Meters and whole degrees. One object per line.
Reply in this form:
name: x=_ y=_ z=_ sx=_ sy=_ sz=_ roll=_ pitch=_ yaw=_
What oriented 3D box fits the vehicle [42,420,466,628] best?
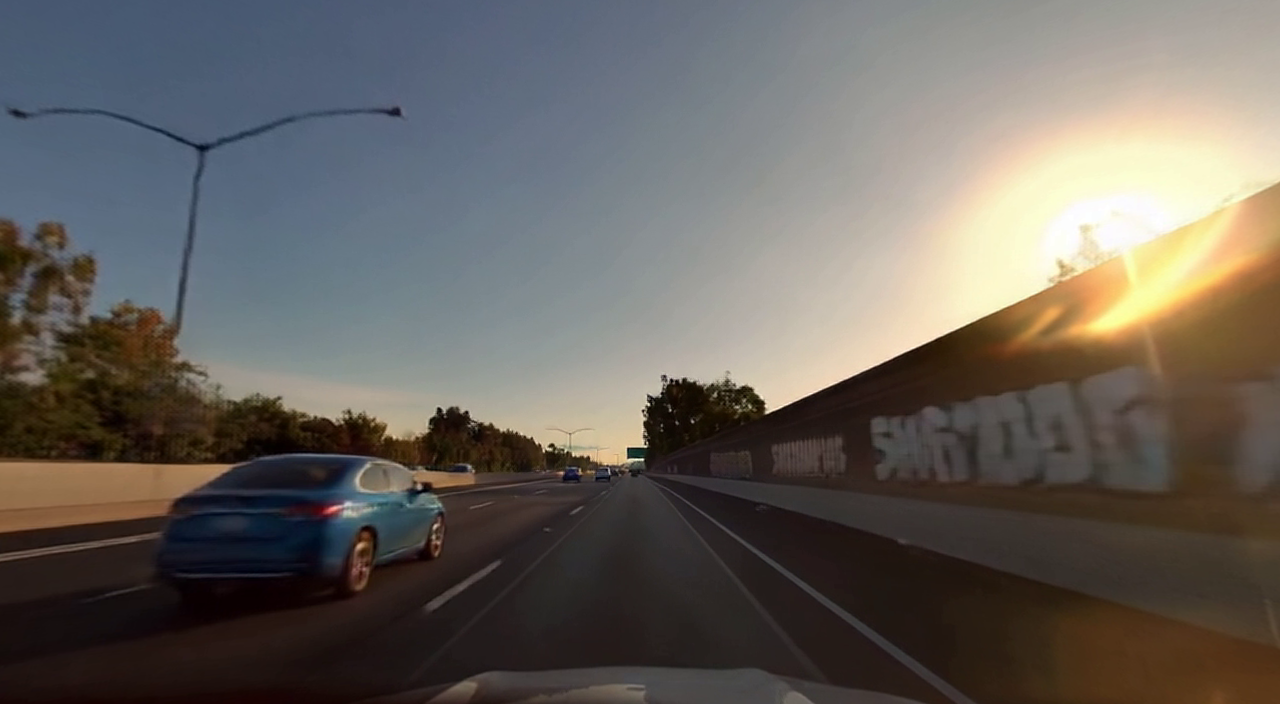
vehicle: x=-3.846 y=1.844 z=7.562 sx=2.173 sy=1.696 sz=4.462 roll=1 pitch=-10 yaw=1
